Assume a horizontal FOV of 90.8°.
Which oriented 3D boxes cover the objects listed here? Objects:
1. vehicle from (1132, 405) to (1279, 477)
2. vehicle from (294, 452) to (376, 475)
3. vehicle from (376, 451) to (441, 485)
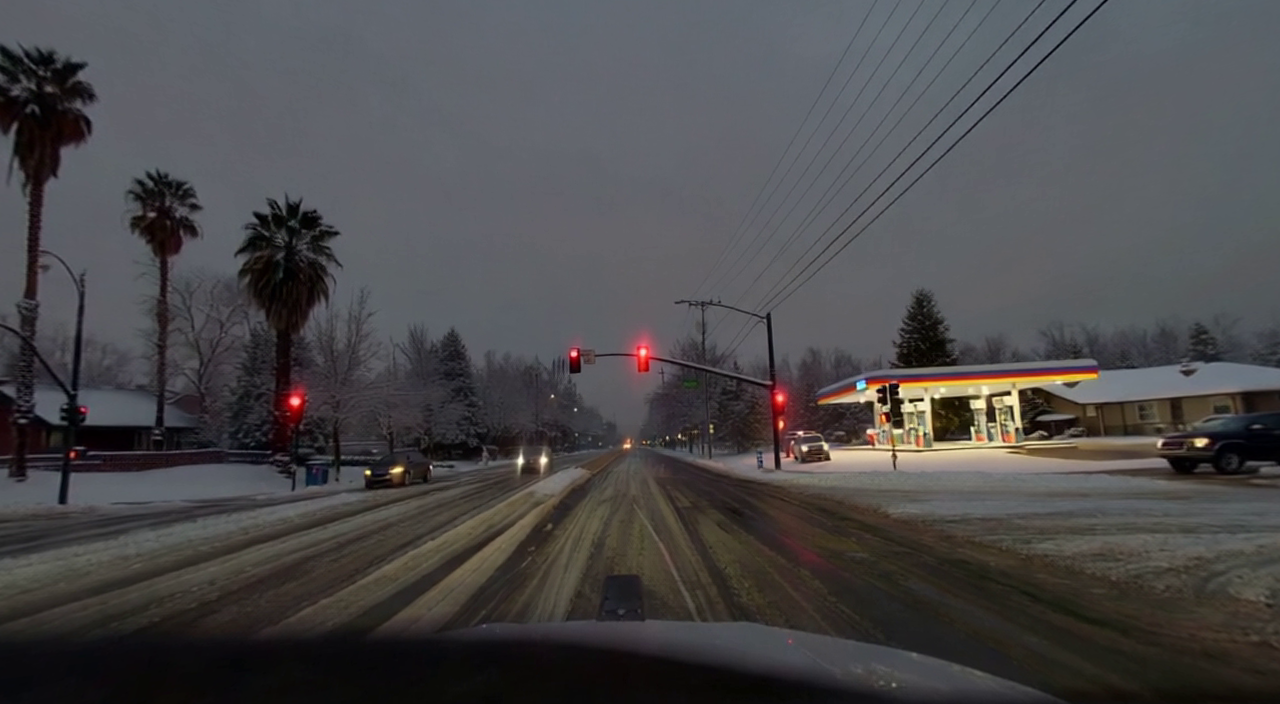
[{"bbox_3d":[16.783,2.436,17.279,5.086,1.817,1.952,0,-9,-4],"label":"vehicle"},{"bbox_3d":[-20.951,7.683,43.510,4.672,1.469,1.816,0,-9,-2],"label":"vehicle"},{"bbox_3d":[-13.035,6.551,35.950,2.009,1.777,4.559,0,-9,-1],"label":"vehicle"}]
